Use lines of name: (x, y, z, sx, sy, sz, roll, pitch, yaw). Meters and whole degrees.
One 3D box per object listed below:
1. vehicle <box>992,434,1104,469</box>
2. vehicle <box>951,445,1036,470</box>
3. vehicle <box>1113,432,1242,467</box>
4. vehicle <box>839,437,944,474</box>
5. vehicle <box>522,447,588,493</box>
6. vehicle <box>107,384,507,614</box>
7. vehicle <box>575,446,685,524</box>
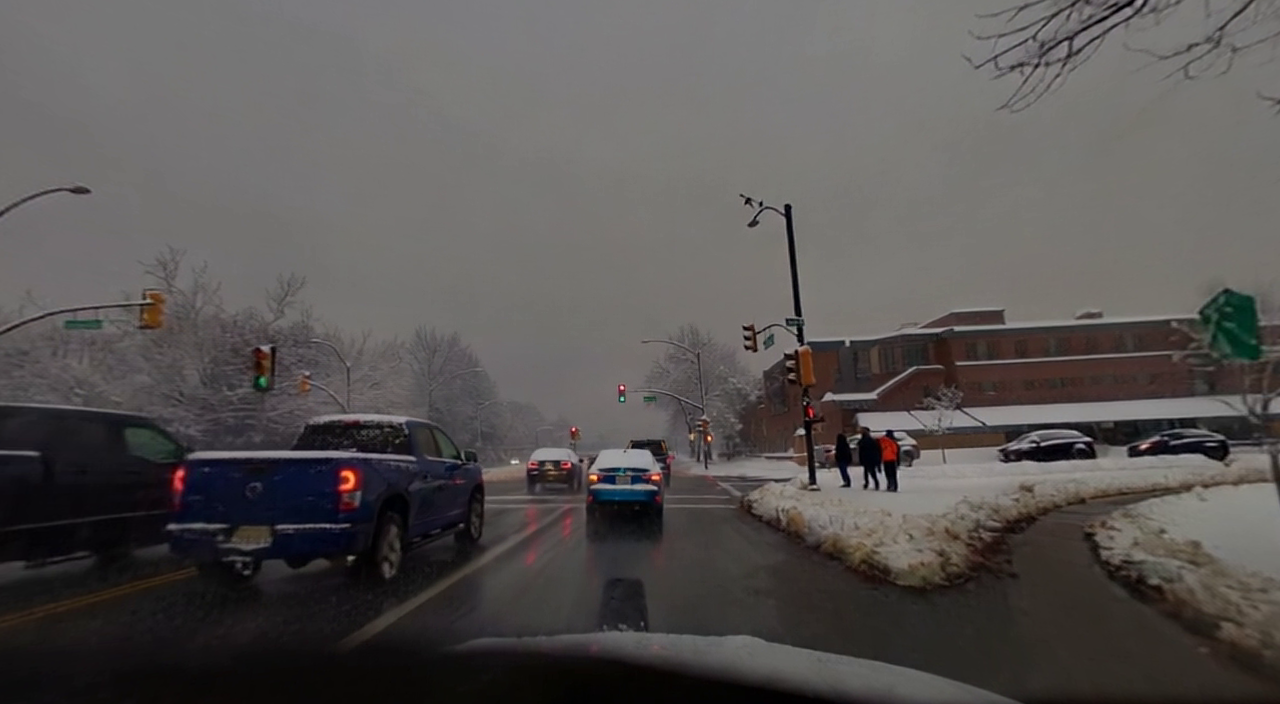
vehicle: (22.159, 5.426, 34.376, 4.529, 1.786, 2.110, -1, -9, 2)
vehicle: (21.364, 6.389, 38.202, 3.983, 1.443, 1.831, 0, -9, 1)
vehicle: (29.165, 5.301, 34.350, 4.967, 1.794, 2.044, -1, -9, 3)
vehicle: (12.436, 5.126, 31.346, 4.394, 1.724, 1.886, 0, -9, 1)
vehicle: (-3.314, 4.726, 25.680, 2.003, 1.655, 4.878, 0, -9, 0)
vehicle: (-3.420, 1.633, 8.005, 2.202, 1.961, 4.980, 0, -9, 2)
vehicle: (-0.164, 2.940, 14.597, 2.144, 1.497, 4.446, 0, -9, 1)
